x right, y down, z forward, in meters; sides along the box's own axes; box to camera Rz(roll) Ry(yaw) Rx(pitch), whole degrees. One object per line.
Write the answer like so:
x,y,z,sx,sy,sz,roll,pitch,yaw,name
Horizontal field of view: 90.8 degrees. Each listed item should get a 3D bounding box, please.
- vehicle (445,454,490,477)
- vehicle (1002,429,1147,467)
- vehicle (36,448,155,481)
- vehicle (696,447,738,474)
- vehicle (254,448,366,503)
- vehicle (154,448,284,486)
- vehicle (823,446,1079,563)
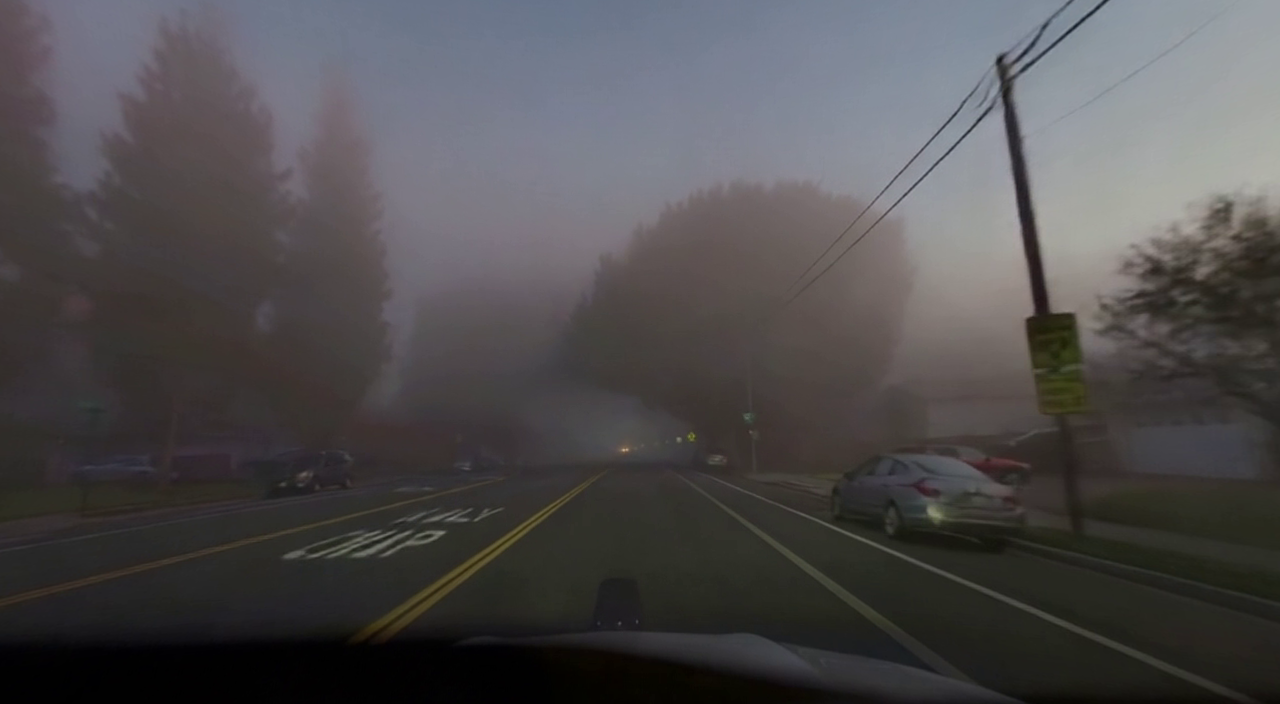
-12.445,8.181,45.888,1.940,1.452,4.485,-3,-9,1,vehicle
17.536,3.912,25.664,4.434,1.460,1.800,-1,-9,3,vehicle
-26.587,5.496,30.959,4.073,1.502,1.822,0,-9,-2,vehicle
4.583,6.551,38.383,1.925,1.482,4.746,0,-9,0,vehicle
-12.756,4.743,24.805,2.049,1.782,4.460,-4,-8,0,vehicle
-20.337,5.555,30.750,4.744,1.752,2.008,1,-9,-7,vehicle
4.582,2.269,10.208,1.970,1.455,4.233,0,-9,0,vehicle
